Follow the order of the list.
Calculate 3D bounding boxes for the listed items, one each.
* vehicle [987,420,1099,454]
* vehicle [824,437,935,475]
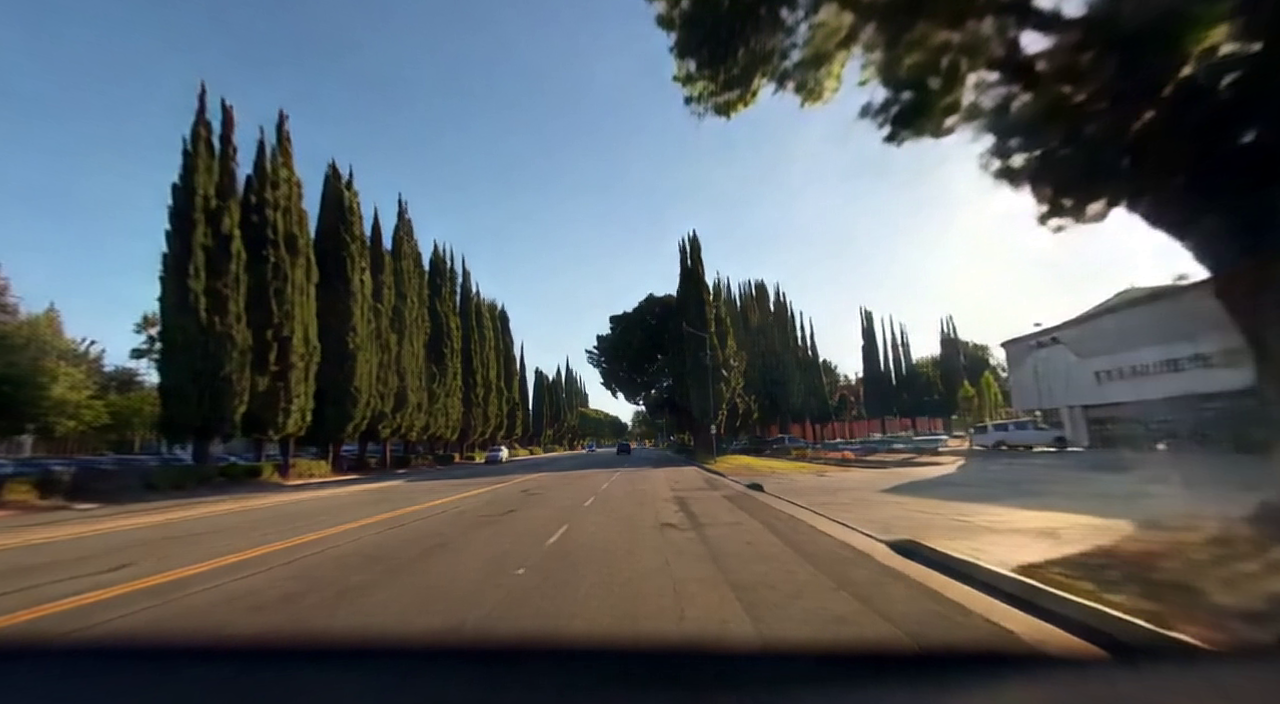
[{"bbox_3d":[22.720,4.785,35.665,4.759,1.564,2.117,-3,-7,0],"label":"vehicle"},{"bbox_3d":[11.156,4.893,29.621,4.361,1.462,1.857,-4,-9,1],"label":"vehicle"}]
